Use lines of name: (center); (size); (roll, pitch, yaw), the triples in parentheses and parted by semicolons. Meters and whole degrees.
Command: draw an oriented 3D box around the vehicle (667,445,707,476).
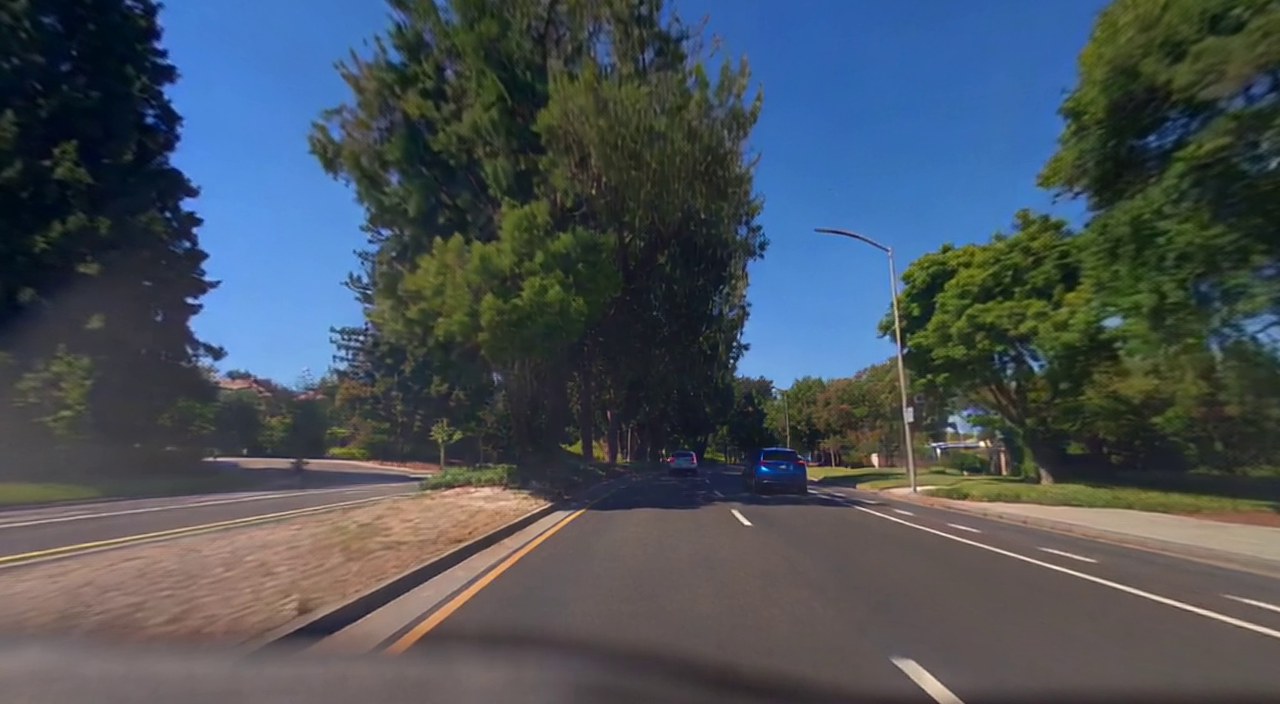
vehicle: (3.072, 6.910, 40.436); (2.251, 1.822, 4.391); (-1, -8, 8)

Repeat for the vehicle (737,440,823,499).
vehicle: (4.337, 3.673, 20.133); (1.971, 1.663, 4.287); (0, -8, 3)
